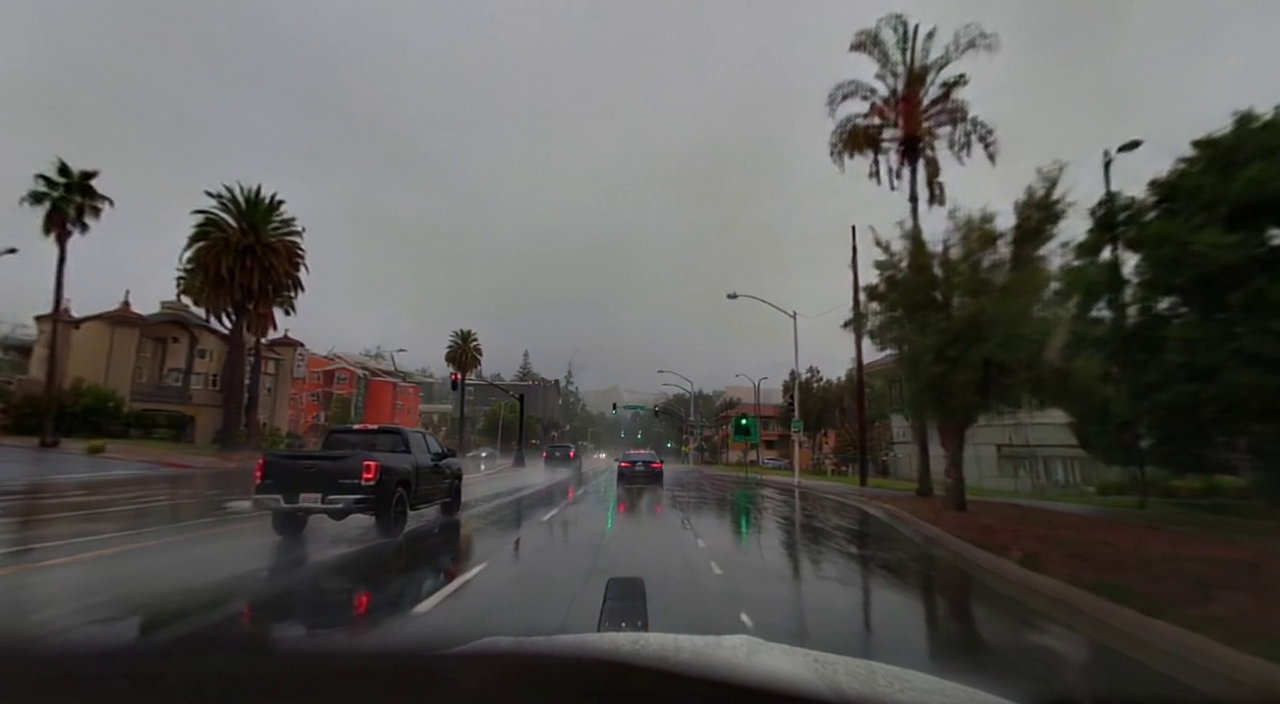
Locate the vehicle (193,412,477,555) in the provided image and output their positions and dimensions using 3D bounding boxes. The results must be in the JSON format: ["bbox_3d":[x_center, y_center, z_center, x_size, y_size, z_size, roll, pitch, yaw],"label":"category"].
[{"bbox_3d":[-4.914,2.232,11.589,2.187,1.904,6.103,0,-9,0],"label":"vehicle"}]

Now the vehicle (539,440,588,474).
[{"bbox_3d":[-4.882,6.791,40.981,2.447,2.062,5.911,0,-9,0],"label":"vehicle"}]

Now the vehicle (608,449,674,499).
[{"bbox_3d":[0.033,4.248,22.342,2.122,1.562,4.152,0,-9,0],"label":"vehicle"}]
